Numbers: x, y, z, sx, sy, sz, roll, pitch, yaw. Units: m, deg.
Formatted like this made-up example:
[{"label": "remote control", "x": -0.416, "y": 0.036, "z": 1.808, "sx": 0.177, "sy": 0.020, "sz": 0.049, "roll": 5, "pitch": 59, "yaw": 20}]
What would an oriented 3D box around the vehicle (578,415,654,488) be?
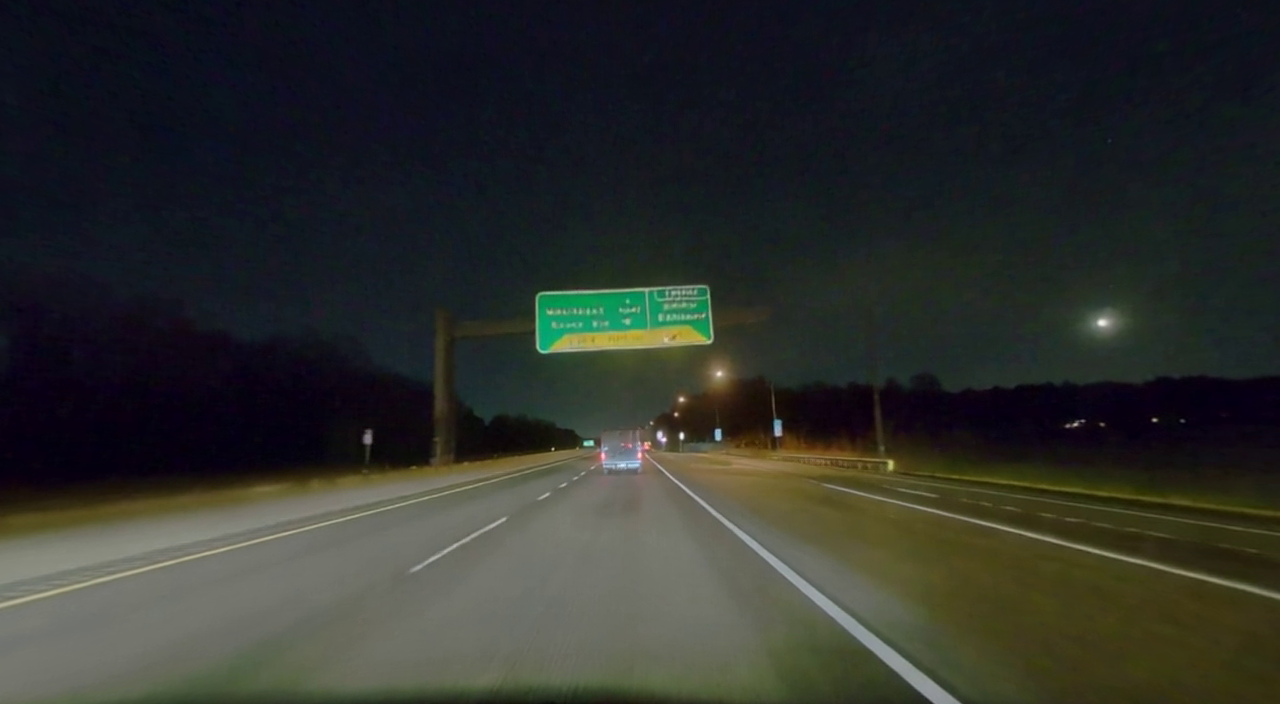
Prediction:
[{"label": "vehicle", "x": -0.752, "y": 3.326, "z": 21.250, "sx": 2.248, "sy": 2.154, "sz": 4.892, "roll": 0, "pitch": -8, "yaw": -1}]
